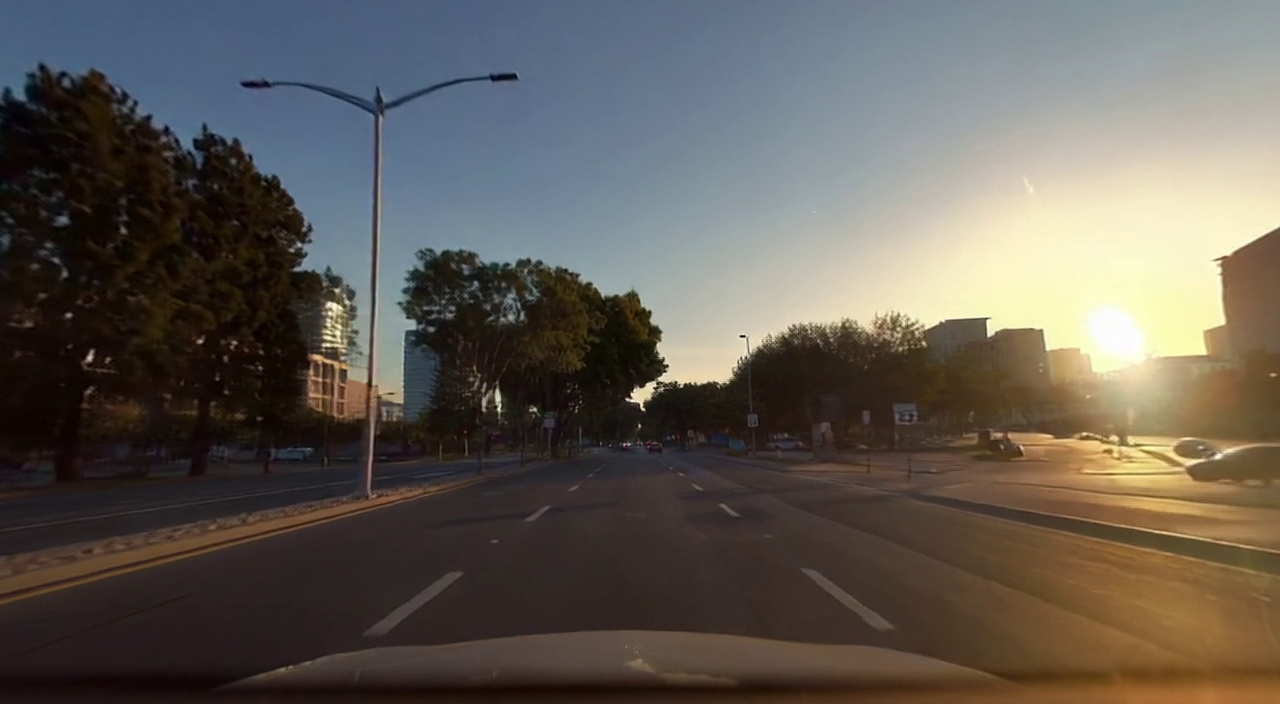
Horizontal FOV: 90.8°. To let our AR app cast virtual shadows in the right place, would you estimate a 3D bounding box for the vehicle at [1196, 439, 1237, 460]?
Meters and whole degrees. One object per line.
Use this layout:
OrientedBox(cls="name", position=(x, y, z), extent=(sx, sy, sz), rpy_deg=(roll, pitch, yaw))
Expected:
OrientedBox(cls="vehicle", position=(42.332, 7.130, 46.442), extent=(1.973, 1.476, 4.358), rpy_deg=(-7, -11, 40))
